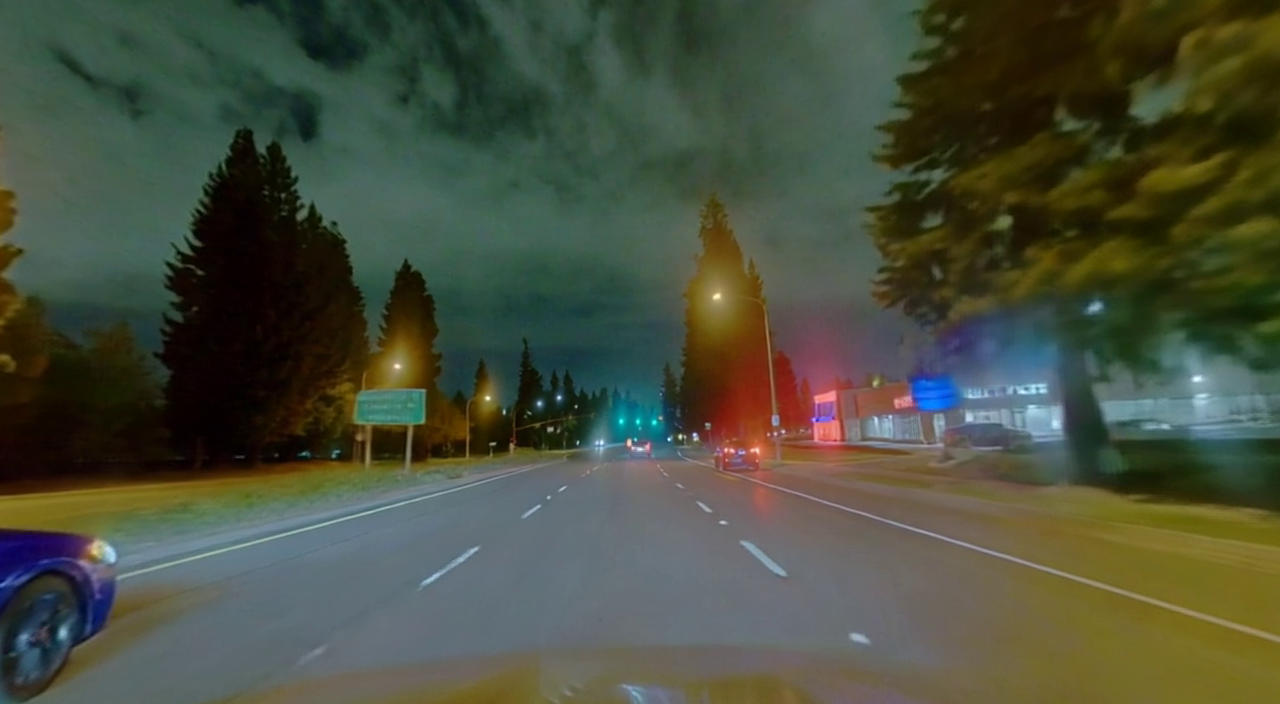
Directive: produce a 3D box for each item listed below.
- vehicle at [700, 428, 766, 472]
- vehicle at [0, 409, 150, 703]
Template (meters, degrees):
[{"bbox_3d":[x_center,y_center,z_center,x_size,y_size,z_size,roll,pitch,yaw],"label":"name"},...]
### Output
[{"bbox_3d":[4.568,4.926,32.042,2.476,2.016,5.586,0,-8,0],"label":"vehicle"},{"bbox_3d":[-3.920,0.809,1.521,2.017,1.470,4.293,0,-8,0],"label":"vehicle"}]
